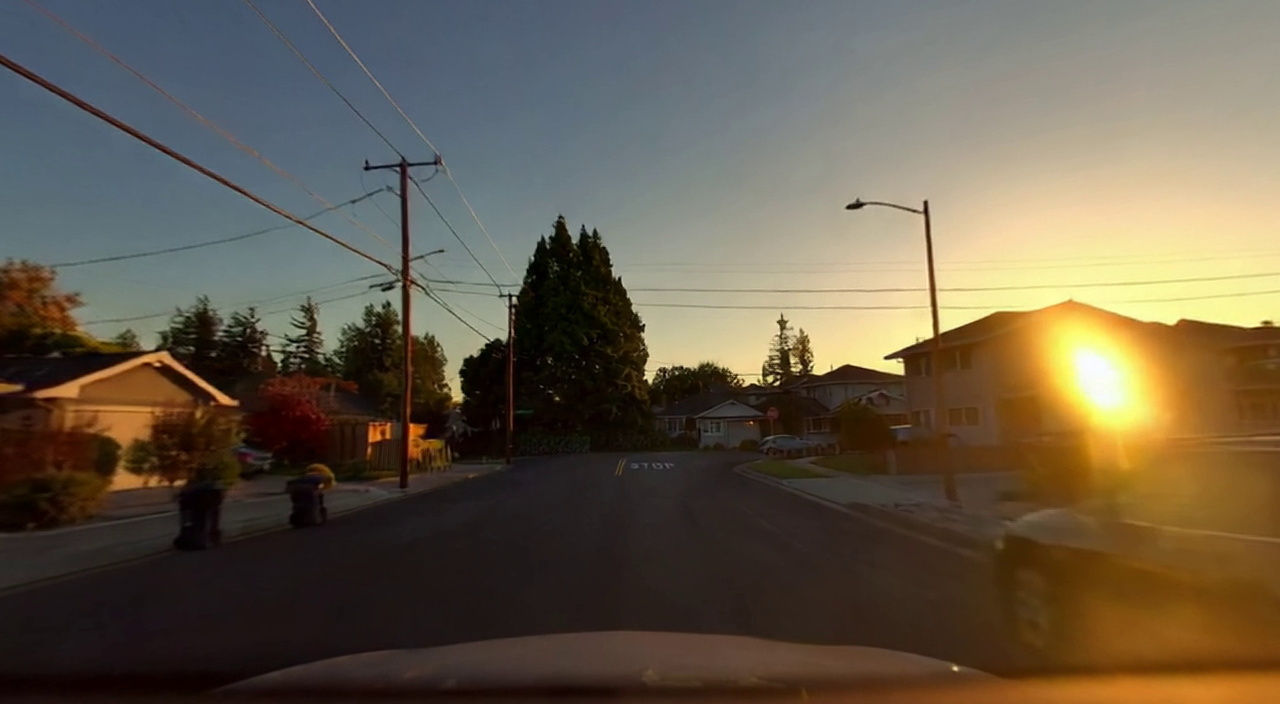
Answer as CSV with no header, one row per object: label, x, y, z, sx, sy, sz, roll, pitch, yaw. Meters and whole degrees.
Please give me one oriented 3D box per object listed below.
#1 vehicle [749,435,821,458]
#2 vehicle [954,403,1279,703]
vehicle,9.875,6.453,43.103,4.452,1.482,2.017,4,-9,-25
vehicle,3.550,1.000,2.693,2.012,1.531,4.557,0,-8,-1
